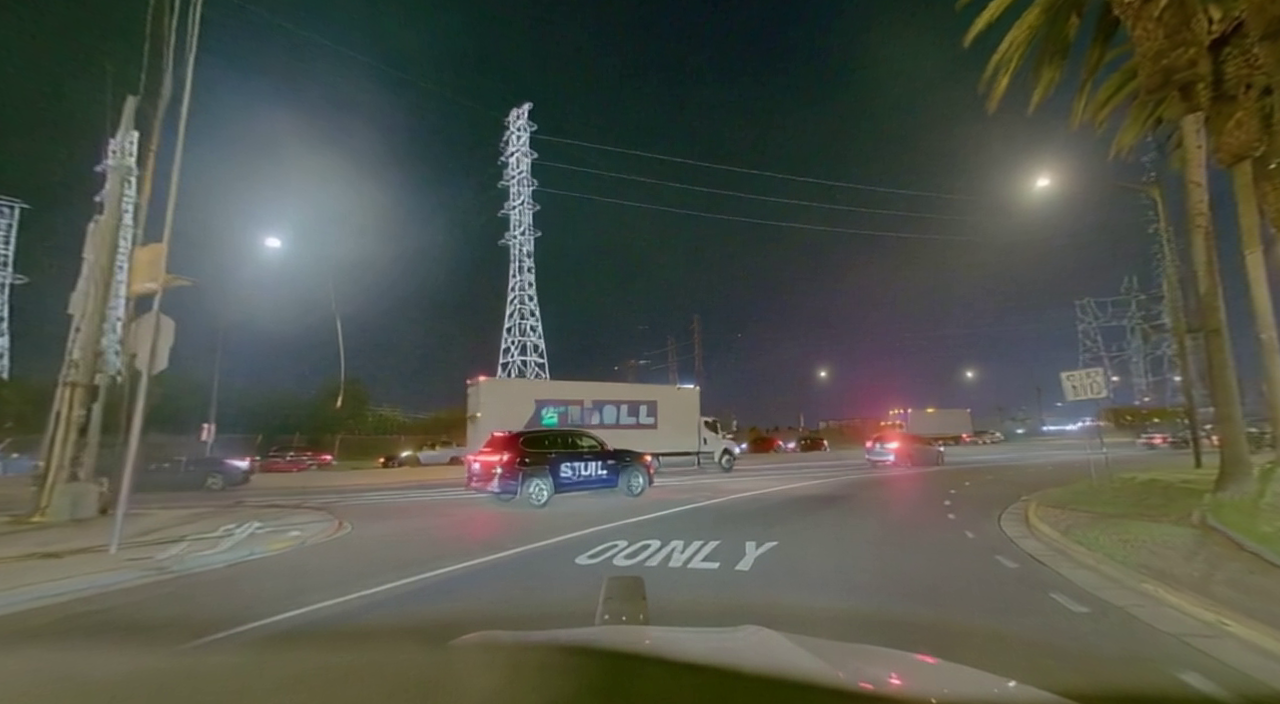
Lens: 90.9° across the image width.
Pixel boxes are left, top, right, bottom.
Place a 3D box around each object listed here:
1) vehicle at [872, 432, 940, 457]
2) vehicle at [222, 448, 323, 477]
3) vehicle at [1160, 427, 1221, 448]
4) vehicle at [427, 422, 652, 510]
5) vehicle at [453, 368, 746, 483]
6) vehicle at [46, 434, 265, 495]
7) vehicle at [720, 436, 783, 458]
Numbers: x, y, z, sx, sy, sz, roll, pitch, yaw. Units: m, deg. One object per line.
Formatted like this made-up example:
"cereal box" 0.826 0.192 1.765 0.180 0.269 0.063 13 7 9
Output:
"vehicle" 18.063 6.257 42.817 4.234 1.589 1.923 4 -10 -28
"vehicle" -18.931 5.685 32.632 4.325 1.388 1.748 4 -10 -29
"vehicle" 43.141 6.725 49.420 4.543 1.586 1.983 4 -10 -28
"vehicle" -2.378 2.771 15.818 5.132 1.848 2.101 6 -10 -36
"vehicle" -1.291 3.057 25.565 11.567 3.933 2.903 4 -10 -29
"vehicle" -17.086 3.985 22.807 5.866 1.950 2.266 4 -10 -28
"vehicle" 8.502 7.214 47.884 4.532 1.567 1.847 4 -10 -29
